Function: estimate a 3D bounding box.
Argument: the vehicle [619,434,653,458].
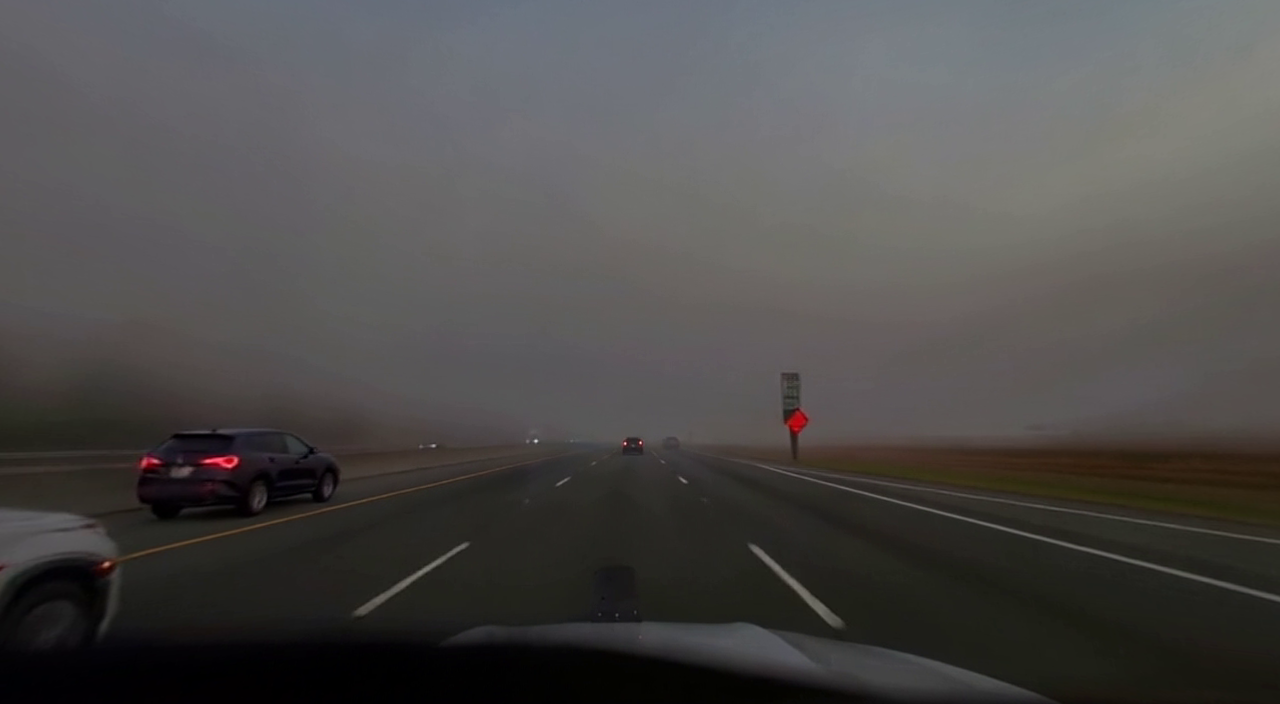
[{"bbox_3d":[-0.308,6.177,41.755,2.140,1.475,3.969,0,-8,-1],"label":"vehicle"}]

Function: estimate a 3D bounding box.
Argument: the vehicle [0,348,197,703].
[{"bbox_3d":[-3.865,0.706,1.760,2.070,1.703,4.452,0,-8,-1],"label":"vehicle"}]
